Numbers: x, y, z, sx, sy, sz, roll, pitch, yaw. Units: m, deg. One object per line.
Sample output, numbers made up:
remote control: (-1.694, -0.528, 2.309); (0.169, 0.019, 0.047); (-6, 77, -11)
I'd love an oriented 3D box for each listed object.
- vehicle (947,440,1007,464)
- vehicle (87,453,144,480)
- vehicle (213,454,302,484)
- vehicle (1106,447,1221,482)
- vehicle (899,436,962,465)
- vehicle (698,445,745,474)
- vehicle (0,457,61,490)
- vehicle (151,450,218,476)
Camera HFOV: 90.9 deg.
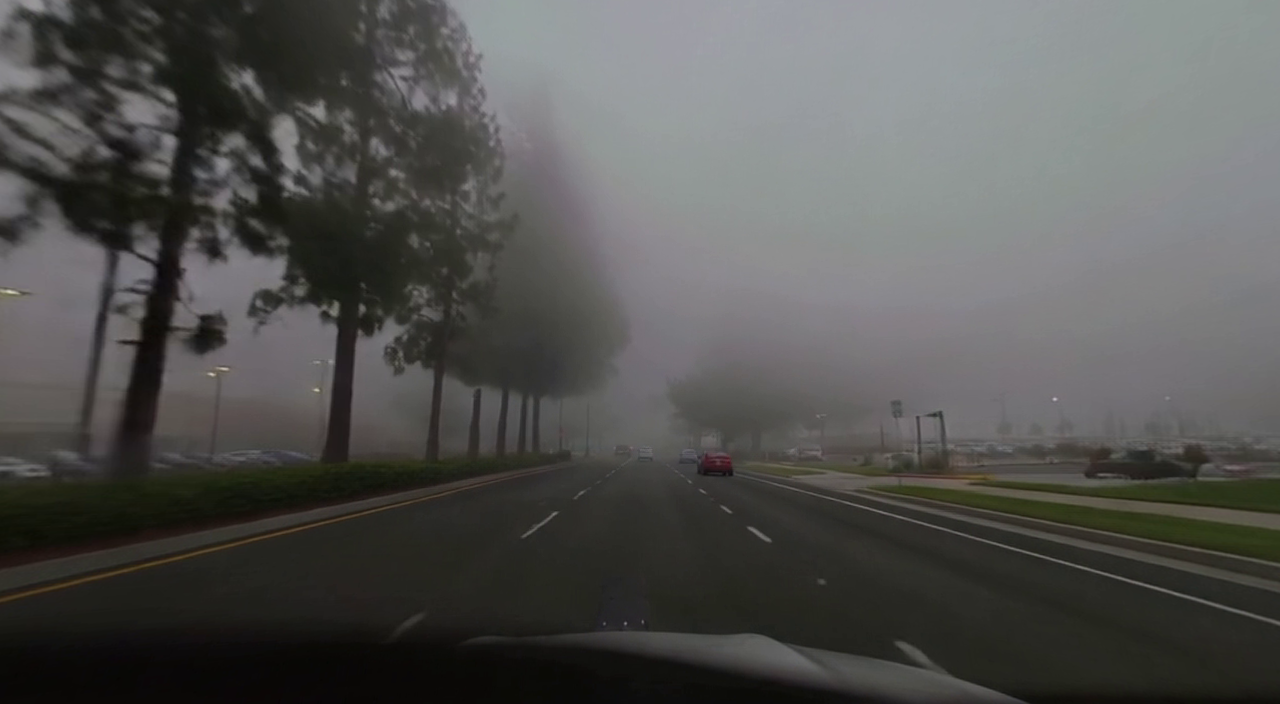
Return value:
vehicle: (24.685, 7.349, 46.386); (1.894, 1.656, 4.841); (0, -8, 2)
vehicle: (-32.867, 7.142, 39.582); (1.795, 1.567, 4.241); (5, -10, -28)
vehicle: (-22.502, 6.891, 37.344); (2.111, 1.500, 5.131); (-1, -8, -1)
vehicle: (26.408, 5.649, 31.993); (1.959, 1.646, 4.226); (1, -8, -4)
vehicle: (21.326, 7.257, 46.553); (2.124, 1.920, 5.946); (0, -9, 3)
vehicle: (4.371, 5.856, 34.577); (1.916, 1.459, 4.335); (0, -8, -1)
vehicle: (-31.829, 6.113, 31.706); (1.732, 1.526, 3.827); (-1, -9, -1)
vehicle: (-31.544, 7.660, 43.807); (2.026, 1.692, 4.523); (2, -9, -13)
